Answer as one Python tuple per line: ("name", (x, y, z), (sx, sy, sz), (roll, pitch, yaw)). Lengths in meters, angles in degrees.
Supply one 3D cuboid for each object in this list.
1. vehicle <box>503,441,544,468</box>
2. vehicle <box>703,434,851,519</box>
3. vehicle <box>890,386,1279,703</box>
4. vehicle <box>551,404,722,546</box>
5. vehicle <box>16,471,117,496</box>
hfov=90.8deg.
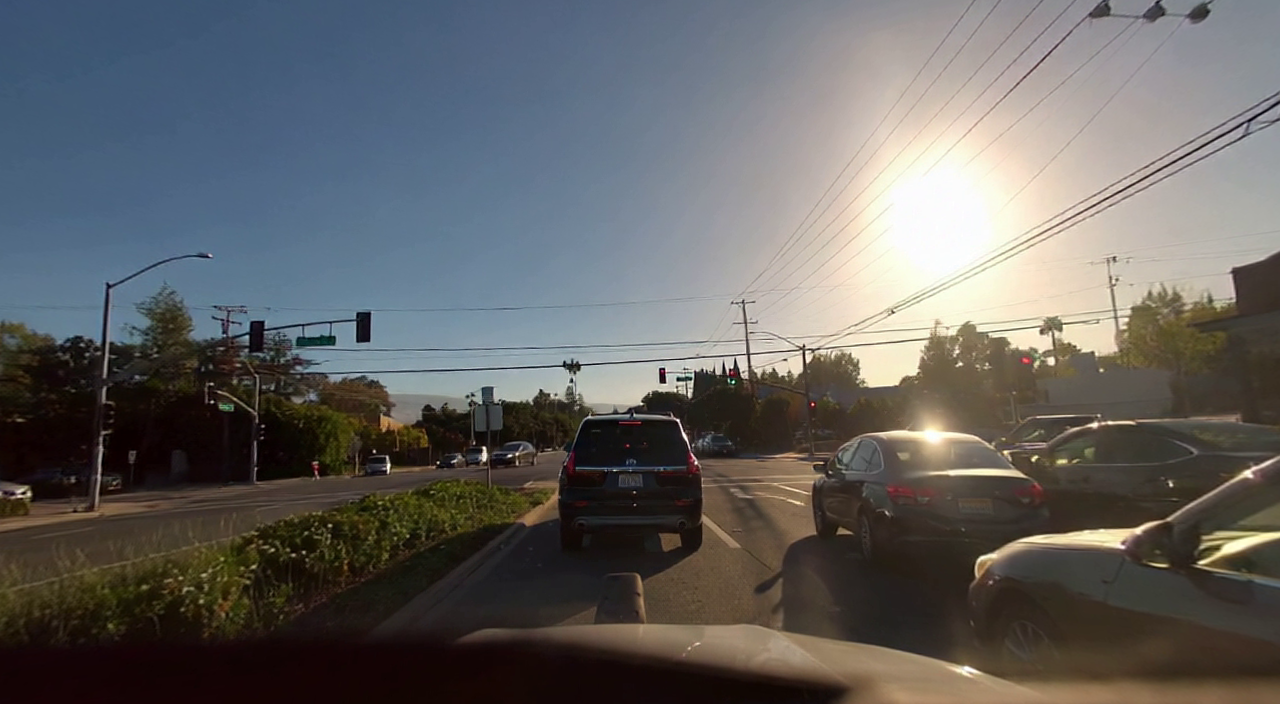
("vehicle", (-8.802, 7.828, 48.249), (2.184, 1.931, 4.921), (0, -9, 0))
("vehicle", (2.659, 2.544, 13.451), (2.025, 1.477, 4.333), (0, -9, -2))
("vehicle", (2.729, 0.884, 2.098), (2.004, 1.460, 4.297), (0, -9, 0))
("vehicle", (-0.114, 1.976, 10.794), (2.236, 1.856, 4.816), (0, -9, -2))
("vehicle", (-38.332, 8.778, 42.321), (4.569, 1.505, 1.992), (0, -9, -5))
